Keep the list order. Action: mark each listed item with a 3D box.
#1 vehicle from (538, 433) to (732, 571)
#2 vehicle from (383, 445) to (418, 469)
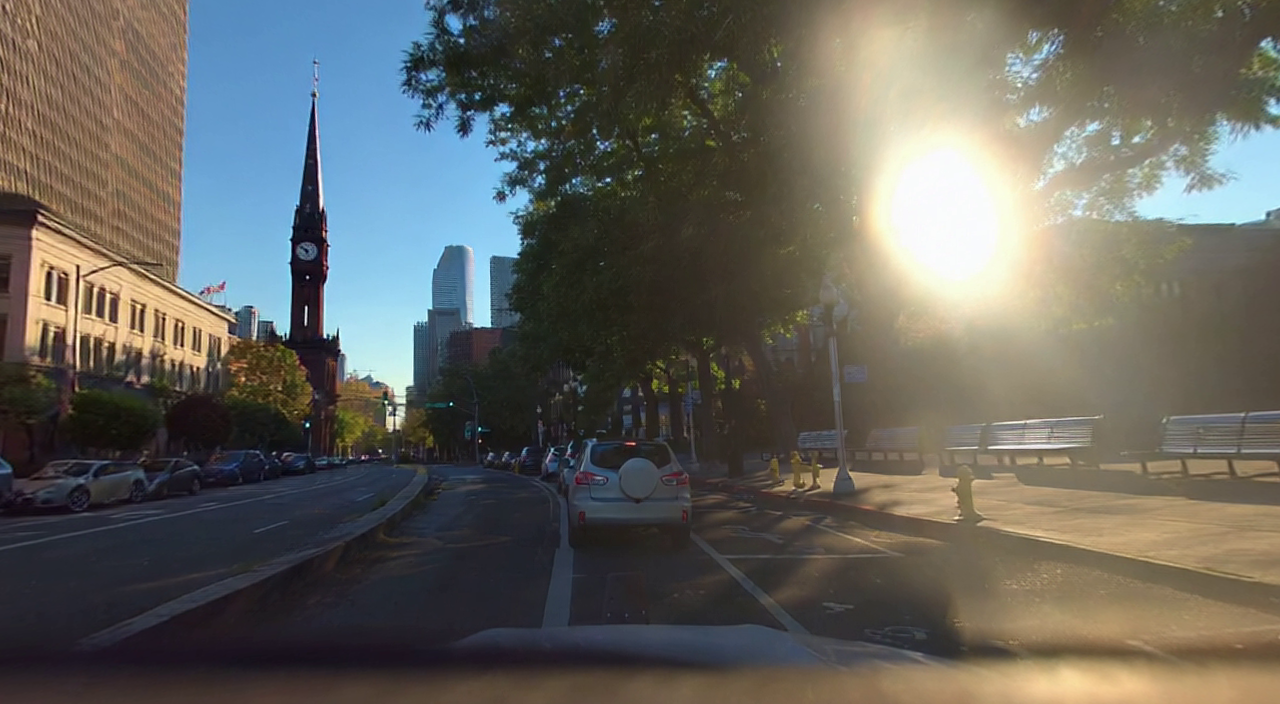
[{"bbox_3d":[-0.244,1.943,9.019,2.142,1.475,4.051,1,-8,-6],"label":"vehicle"},{"bbox_3d":[-18.840,8.232,49.715,2.155,1.802,4.520,2,-9,-16],"label":"vehicle"}]
